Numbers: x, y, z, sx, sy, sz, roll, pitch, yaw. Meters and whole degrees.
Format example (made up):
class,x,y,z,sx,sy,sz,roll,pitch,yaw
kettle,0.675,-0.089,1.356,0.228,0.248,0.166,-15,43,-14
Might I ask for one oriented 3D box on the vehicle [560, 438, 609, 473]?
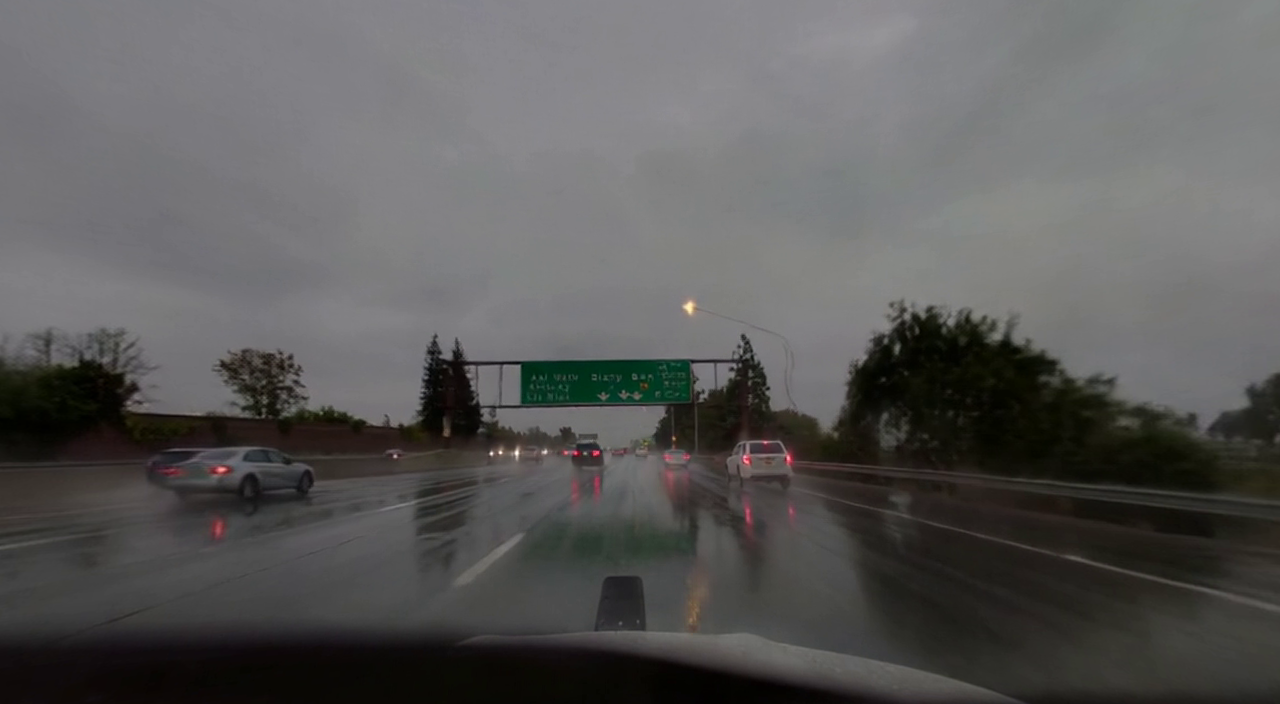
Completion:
class,x,y,z,sx,sy,sz,roll,pitch,yaw
vehicle,-3.218,6.218,37.908,2.449,1.929,5.503,0,-9,0

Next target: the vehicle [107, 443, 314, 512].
class,x,y,z,sx,sy,sz,roll,pitch,yaw
vehicle,-10.611,3.098,16.128,1.974,1.472,4.684,0,-9,0

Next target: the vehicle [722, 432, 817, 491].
class,x,y,z,sx,sy,sz,roll,pitch,yaw
vehicle,4.242,3.697,21.564,2.218,1.776,4.807,0,-9,0

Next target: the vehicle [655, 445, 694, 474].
class,x,y,z,sx,sy,sz,roll,pitch,yaw
vehicle,1.945,6.218,36.665,2.126,1.529,4.438,0,-9,1
